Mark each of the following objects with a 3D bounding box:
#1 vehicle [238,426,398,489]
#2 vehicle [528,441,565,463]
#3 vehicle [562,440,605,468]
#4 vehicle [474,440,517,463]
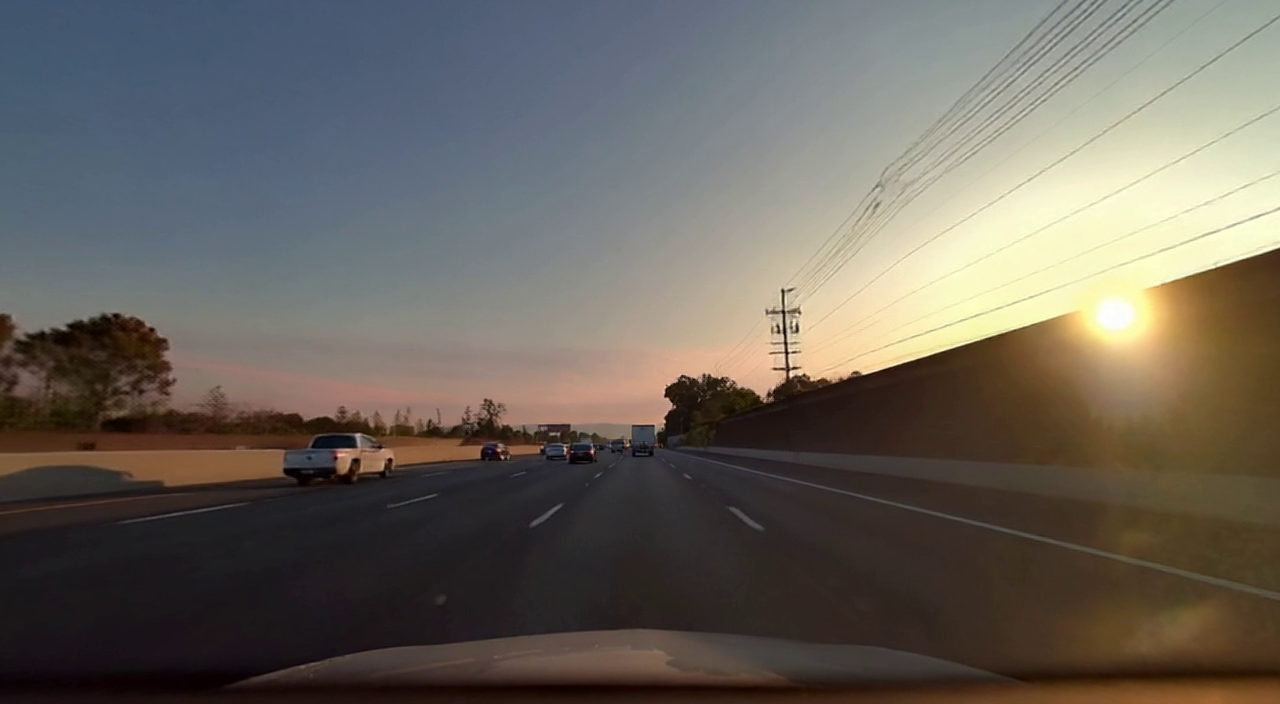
[{"bbox_3d":[-10.625,3.550,21.505,2.310,1.853,5.817,0,-9,1],"label":"vehicle"},{"bbox_3d":[-6.893,7.418,46.920,1.946,1.514,4.687,0,-9,1],"label":"vehicle"},{"bbox_3d":[-3.294,6.090,37.741,2.045,1.532,4.954,0,-9,1],"label":"vehicle"},{"bbox_3d":[-10.837,7.483,47.533,2.058,1.621,4.739,0,-9,1],"label":"vehicle"}]
